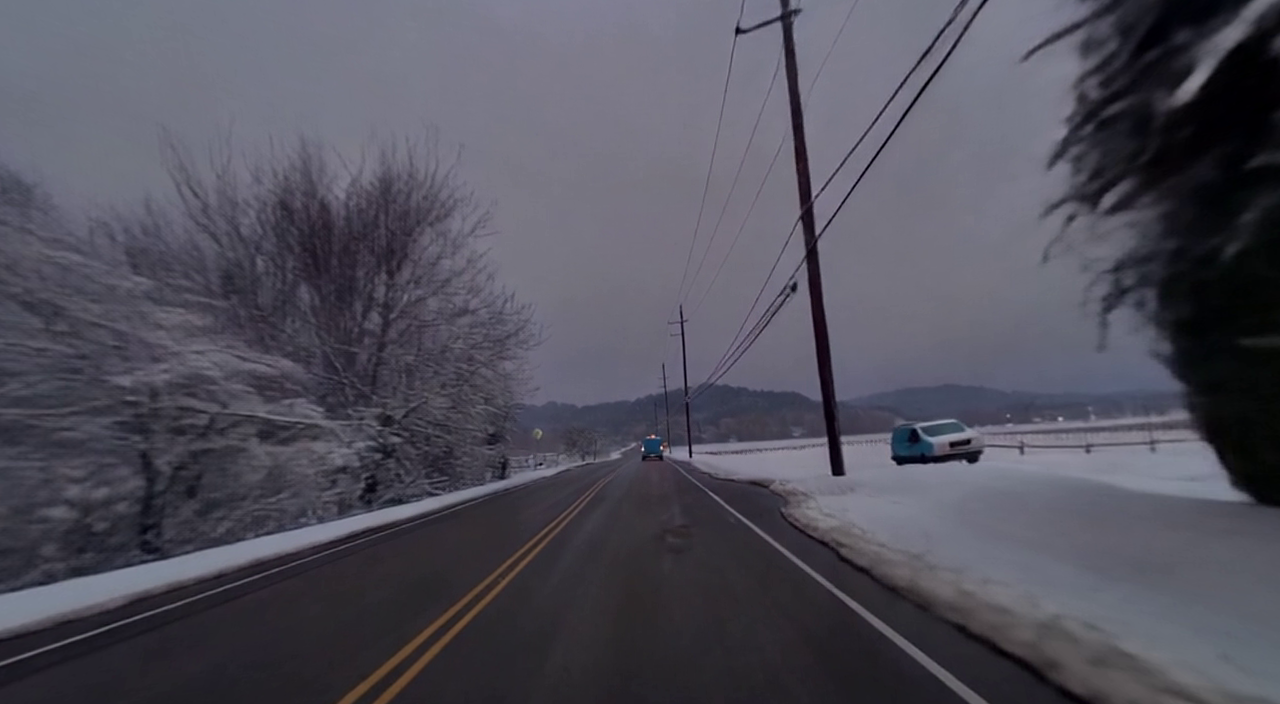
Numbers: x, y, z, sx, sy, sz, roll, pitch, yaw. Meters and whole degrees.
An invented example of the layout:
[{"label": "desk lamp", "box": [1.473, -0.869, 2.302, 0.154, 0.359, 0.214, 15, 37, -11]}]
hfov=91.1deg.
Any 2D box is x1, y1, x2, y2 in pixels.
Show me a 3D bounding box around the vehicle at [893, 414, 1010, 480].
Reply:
[{"label": "vehicle", "box": [10.765, 3.312, 22.143, 2.077, 1.919, 4.690, -5, -8, 7]}]
